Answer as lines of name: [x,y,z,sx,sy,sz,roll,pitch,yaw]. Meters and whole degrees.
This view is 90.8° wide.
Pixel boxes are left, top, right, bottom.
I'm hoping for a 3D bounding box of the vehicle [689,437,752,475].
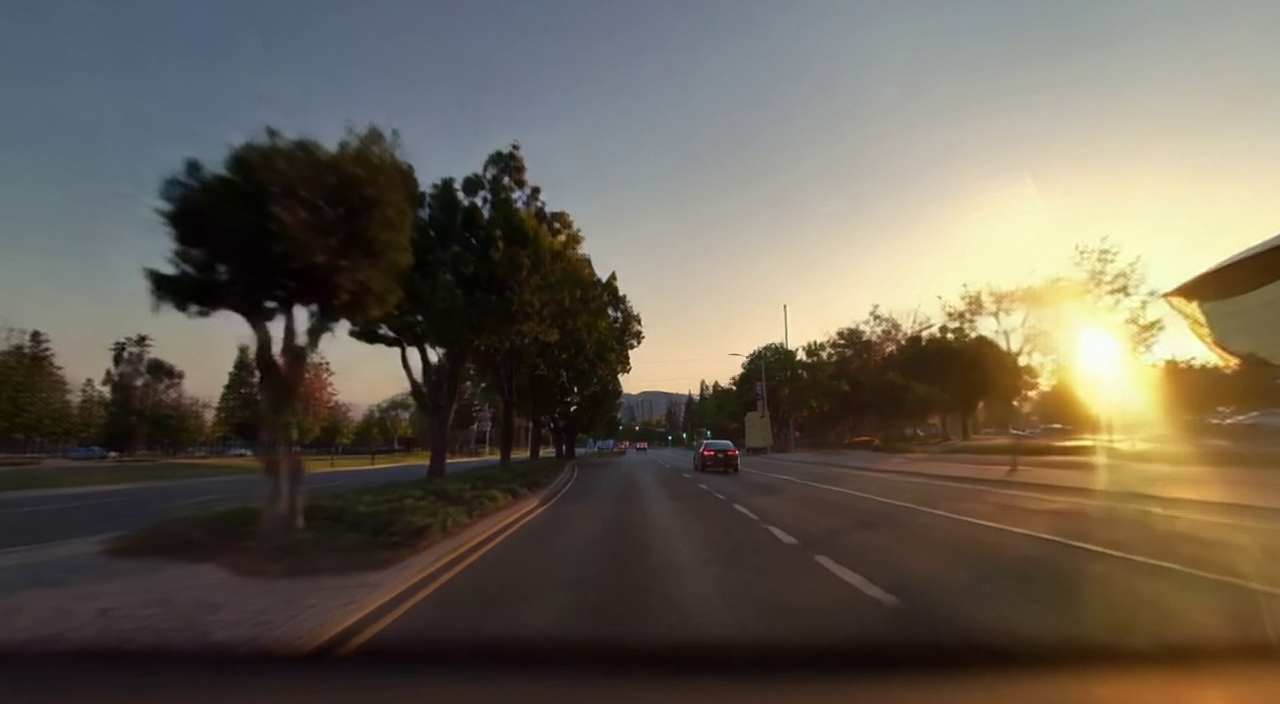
vehicle: [3.323,4.386,26.948,1.948,1.479,4.620,1,-8,-1]
